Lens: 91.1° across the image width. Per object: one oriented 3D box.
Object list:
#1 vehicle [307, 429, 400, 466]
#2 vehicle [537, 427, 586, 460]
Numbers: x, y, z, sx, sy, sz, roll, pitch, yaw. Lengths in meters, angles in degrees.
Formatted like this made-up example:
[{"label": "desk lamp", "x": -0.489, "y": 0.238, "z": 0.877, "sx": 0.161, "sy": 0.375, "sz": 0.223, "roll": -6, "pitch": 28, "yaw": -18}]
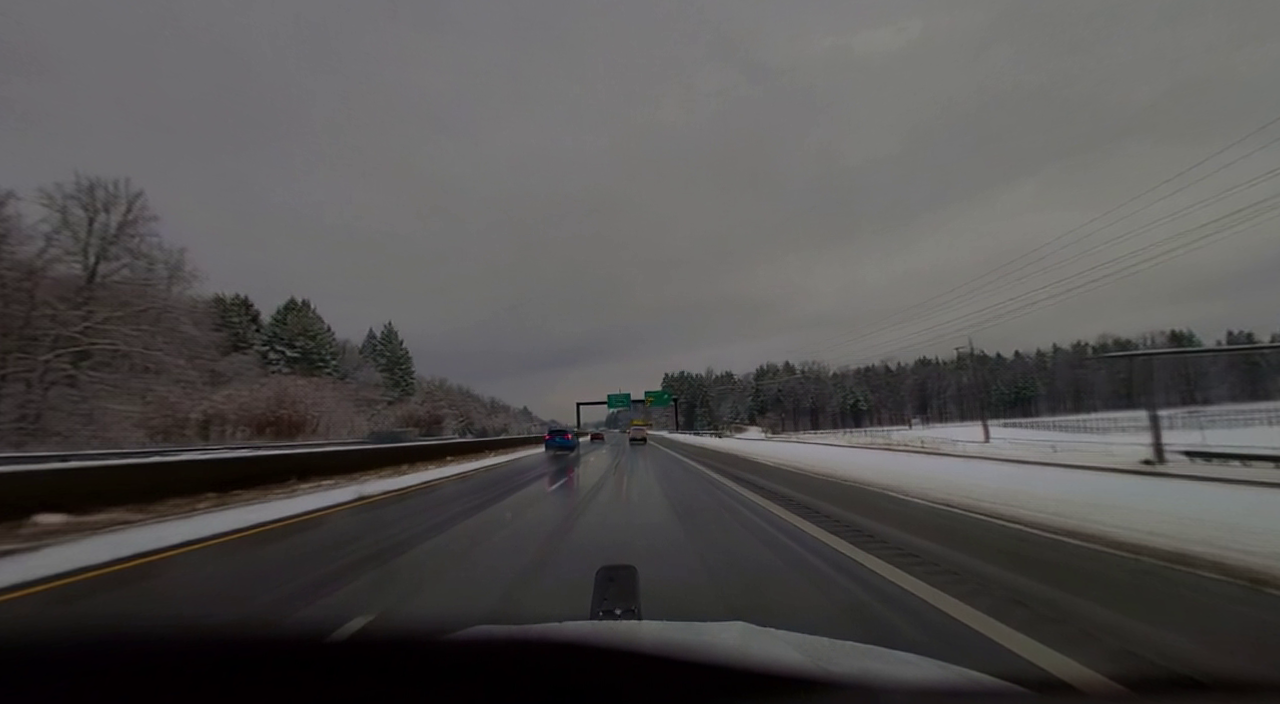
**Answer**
[{"label": "vehicle", "x": -12.638, "y": 4.232, "z": 28.112, "sx": 2.096, "sy": 1.515, "sz": 4.436, "roll": 0, "pitch": -8, "yaw": 0}, {"label": "vehicle", "x": -4.007, "y": 4.723, "z": 32.722, "sx": 2.023, "sy": 1.580, "sz": 4.259, "roll": 0, "pitch": -8, "yaw": -1}]
